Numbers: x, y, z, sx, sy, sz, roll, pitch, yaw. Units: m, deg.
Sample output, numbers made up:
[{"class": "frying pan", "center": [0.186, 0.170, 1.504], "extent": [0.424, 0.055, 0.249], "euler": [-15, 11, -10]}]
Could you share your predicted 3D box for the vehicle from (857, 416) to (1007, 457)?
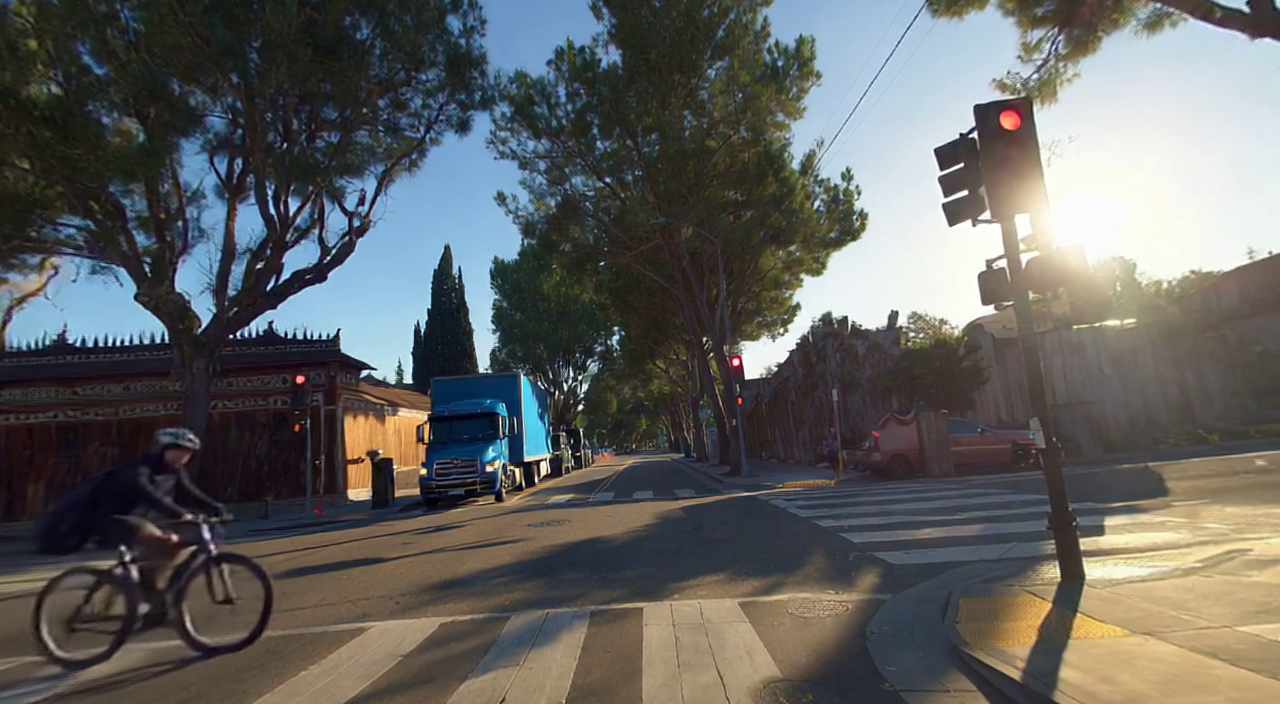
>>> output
[{"class": "vehicle", "center": [10.701, 3.141, 23.419], "extent": [4.643, 1.456, 1.820], "euler": [-1, -8, 5]}]

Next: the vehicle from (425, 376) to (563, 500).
[{"class": "vehicle", "center": [-5.775, 3.729, 27.180], "extent": [3.113, 4.041, 10.284], "euler": [-5, -8, 0]}]

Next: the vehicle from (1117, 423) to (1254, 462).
[{"class": "vehicle", "center": [24.972, 4.158, 29.001], "extent": [4.268, 1.695, 2.053], "euler": [0, -8, 3]}]
